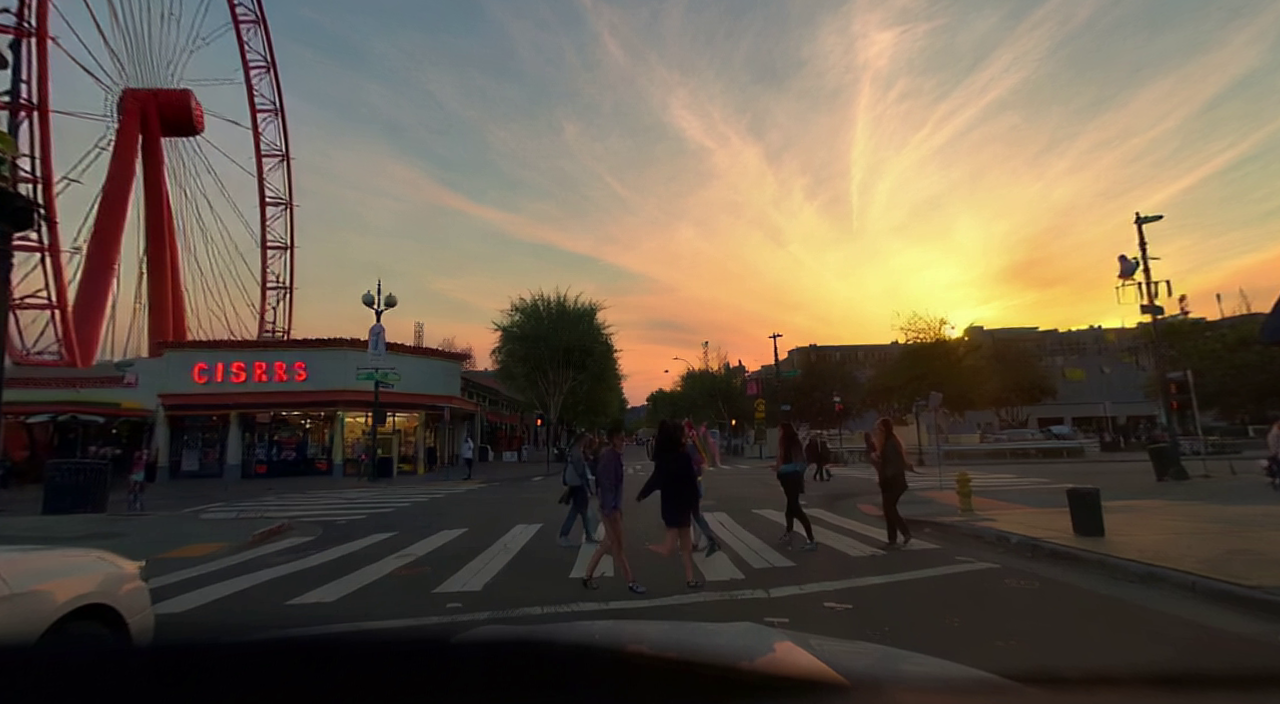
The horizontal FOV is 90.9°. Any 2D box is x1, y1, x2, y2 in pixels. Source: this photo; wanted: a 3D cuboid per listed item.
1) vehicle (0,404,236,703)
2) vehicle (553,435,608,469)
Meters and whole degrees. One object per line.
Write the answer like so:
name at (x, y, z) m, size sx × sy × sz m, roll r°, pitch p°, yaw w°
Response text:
vehicle at (-3.372, 0.789, 1.188) m, size 1.940 × 1.505 × 4.676 m, roll -1°, pitch -9°, yaw 3°
vehicle at (-3.916, 6.357, 40.246) m, size 2.549 × 2.000 × 5.699 m, roll 2°, pitch -9°, yaw -15°
